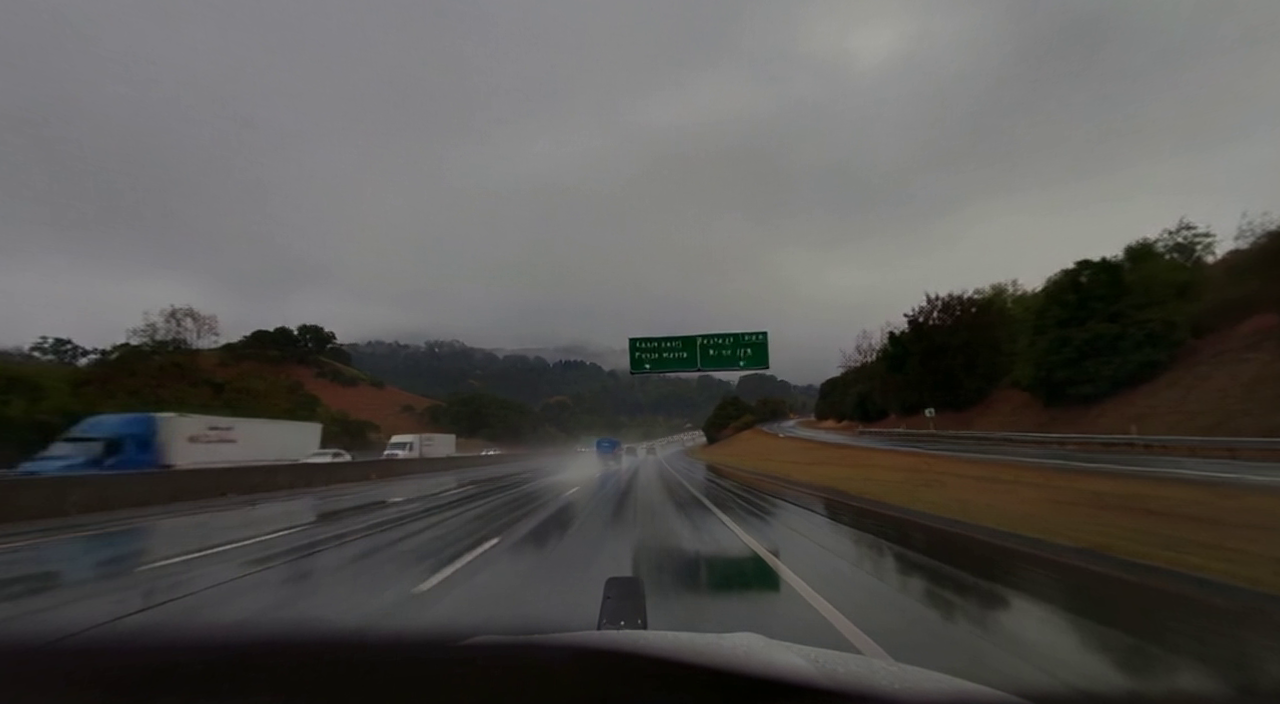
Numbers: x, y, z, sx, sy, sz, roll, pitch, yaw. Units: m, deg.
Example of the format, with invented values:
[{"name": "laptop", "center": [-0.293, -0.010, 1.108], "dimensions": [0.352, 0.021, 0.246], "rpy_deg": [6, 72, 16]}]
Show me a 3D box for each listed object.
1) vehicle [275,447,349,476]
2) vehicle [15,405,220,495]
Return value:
[{"name": "vehicle", "center": [-21.651, 7.220, 41.712], "dimensions": [2.157, 1.715, 4.929], "rpy_deg": [0, -8, 1]}, {"name": "vehicle", "center": [-25.759, 4.939, 31.790], "dimensions": [2.998, 3.912, 8.302], "rpy_deg": [0, -8, 1]}]
